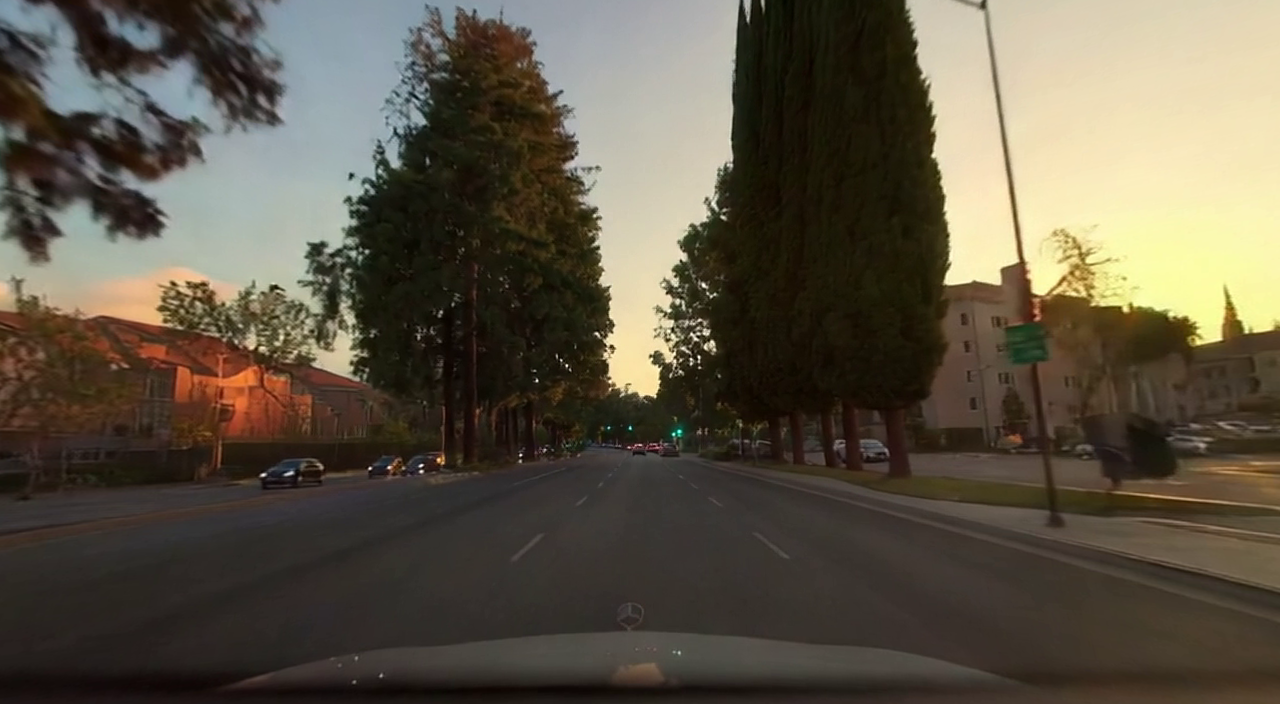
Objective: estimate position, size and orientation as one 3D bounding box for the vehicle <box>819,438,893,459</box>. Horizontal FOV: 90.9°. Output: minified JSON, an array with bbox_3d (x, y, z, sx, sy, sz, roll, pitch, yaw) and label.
[{"bbox_3d":[15.678,7.040,45.868,4.632,1.491,1.994,0,-8,0],"label":"vehicle"}]

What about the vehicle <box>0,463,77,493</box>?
[{"bbox_3d":[-38.906,7.913,39.752,1.841,1.632,4.609,-3,-9,19],"label":"vehicle"}]

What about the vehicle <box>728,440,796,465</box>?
[{"bbox_3d":[8.835,7.280,45.937,4.451,1.469,1.961,-3,-7,-1],"label":"vehicle"}]

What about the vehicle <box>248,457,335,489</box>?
[{"bbox_3d":[-18.256,6.348,33.322,1.938,1.493,4.694,0,-8,0],"label":"vehicle"}]
